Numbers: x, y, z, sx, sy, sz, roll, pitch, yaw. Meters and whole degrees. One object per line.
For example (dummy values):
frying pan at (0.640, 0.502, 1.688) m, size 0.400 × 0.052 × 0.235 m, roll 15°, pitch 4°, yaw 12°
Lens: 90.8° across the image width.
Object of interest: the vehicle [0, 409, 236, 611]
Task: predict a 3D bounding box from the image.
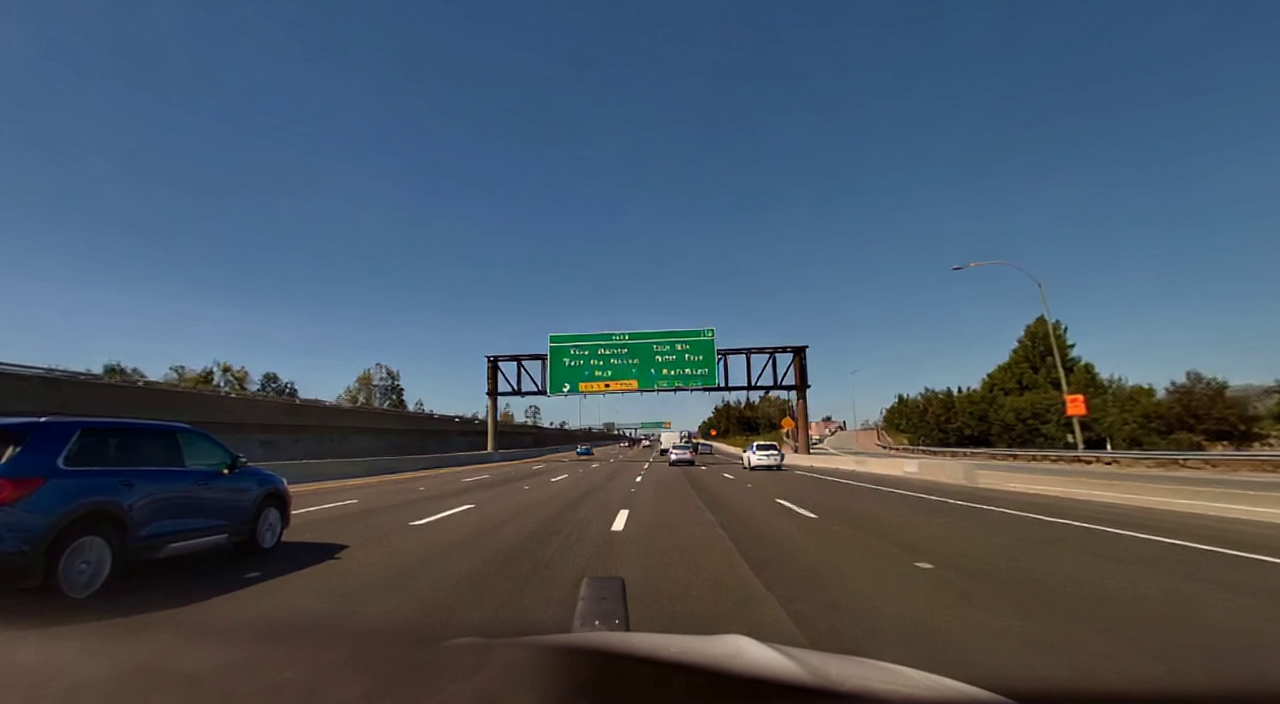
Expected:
vehicle at (-6.254, 1.413, 5.931) m, size 2.000 × 1.646 × 4.201 m, roll 0°, pitch -8°, yaw 2°

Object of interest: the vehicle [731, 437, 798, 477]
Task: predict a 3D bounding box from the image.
vehicle at (5.666, 4.844, 29.471) m, size 2.184 × 1.712 × 4.856 m, roll 0°, pitch -8°, yaw 0°

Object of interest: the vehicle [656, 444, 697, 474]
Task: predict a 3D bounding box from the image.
vehicle at (1.939, 5.942, 35.424) m, size 2.108 × 1.509 × 5.059 m, roll 0°, pitch -8°, yaw 1°
